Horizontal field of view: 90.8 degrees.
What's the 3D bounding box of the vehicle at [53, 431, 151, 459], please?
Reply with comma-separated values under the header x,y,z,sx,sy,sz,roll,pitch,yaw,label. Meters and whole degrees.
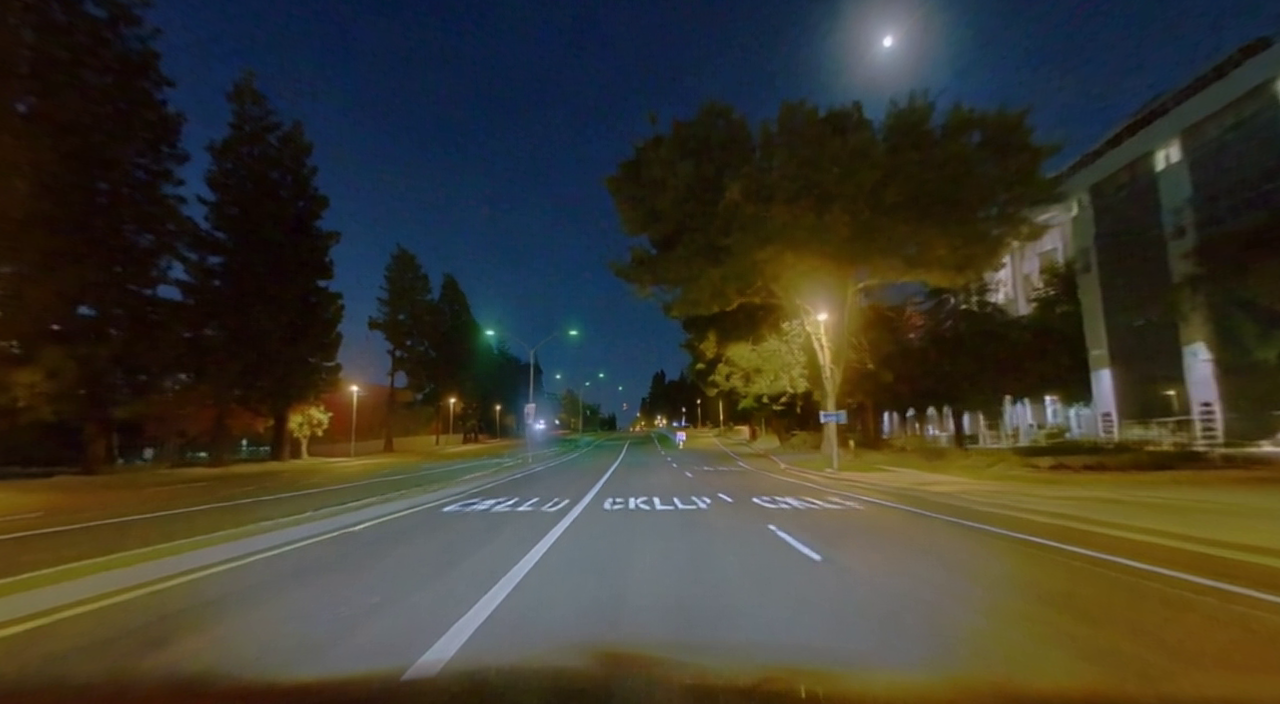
x,y,z,sx,sy,sz,roll,pitch,yaw,label
-33.539,5.826,39.462,4.322,1.564,2.204,0,-10,8,vehicle
